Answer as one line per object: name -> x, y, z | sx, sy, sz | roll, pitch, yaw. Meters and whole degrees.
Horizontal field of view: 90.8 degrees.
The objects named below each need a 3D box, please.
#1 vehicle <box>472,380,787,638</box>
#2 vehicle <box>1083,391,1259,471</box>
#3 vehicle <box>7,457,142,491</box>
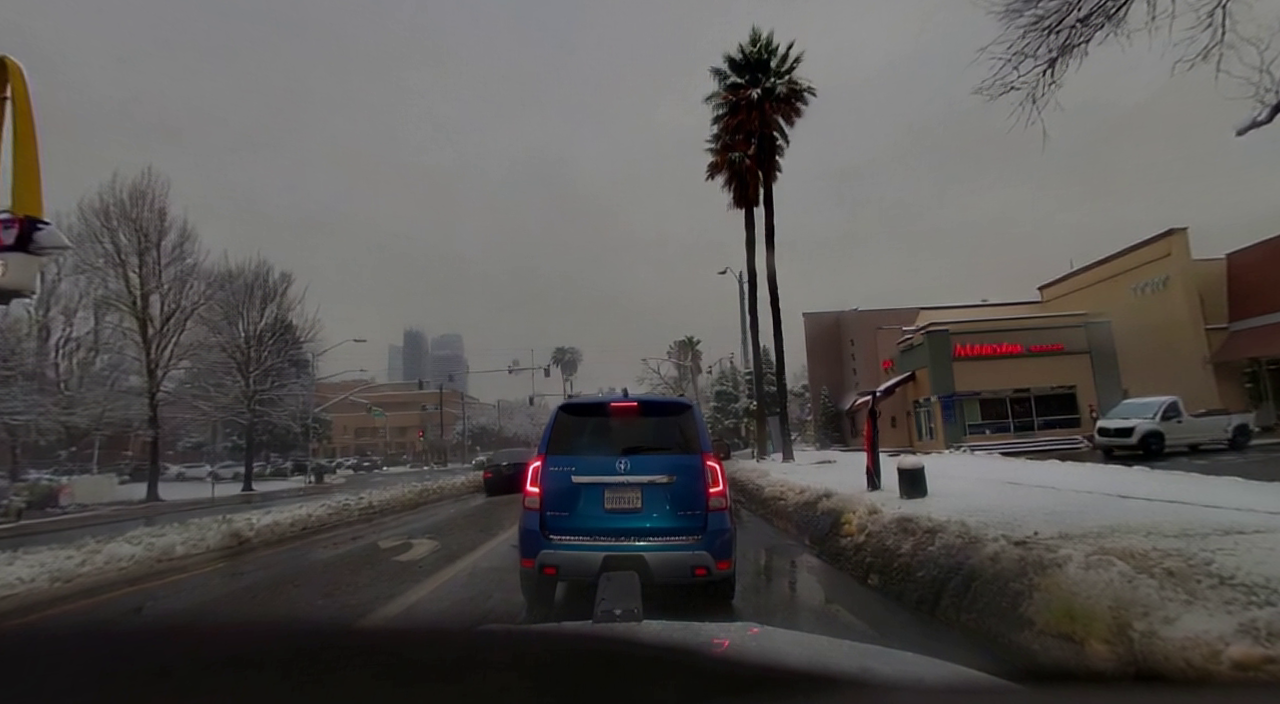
vehicle -> -0.124, 1.404, 6.521 | 2.234, 1.818, 3.869 | 0, -9, -2
vehicle -> 16.101, 2.460, 19.052 | 6.060, 2.047, 2.490 | 6, -11, -36
vehicle -> -27.958, 6.023, 31.471 | 4.593, 1.528, 1.979 | 5, -10, -29
